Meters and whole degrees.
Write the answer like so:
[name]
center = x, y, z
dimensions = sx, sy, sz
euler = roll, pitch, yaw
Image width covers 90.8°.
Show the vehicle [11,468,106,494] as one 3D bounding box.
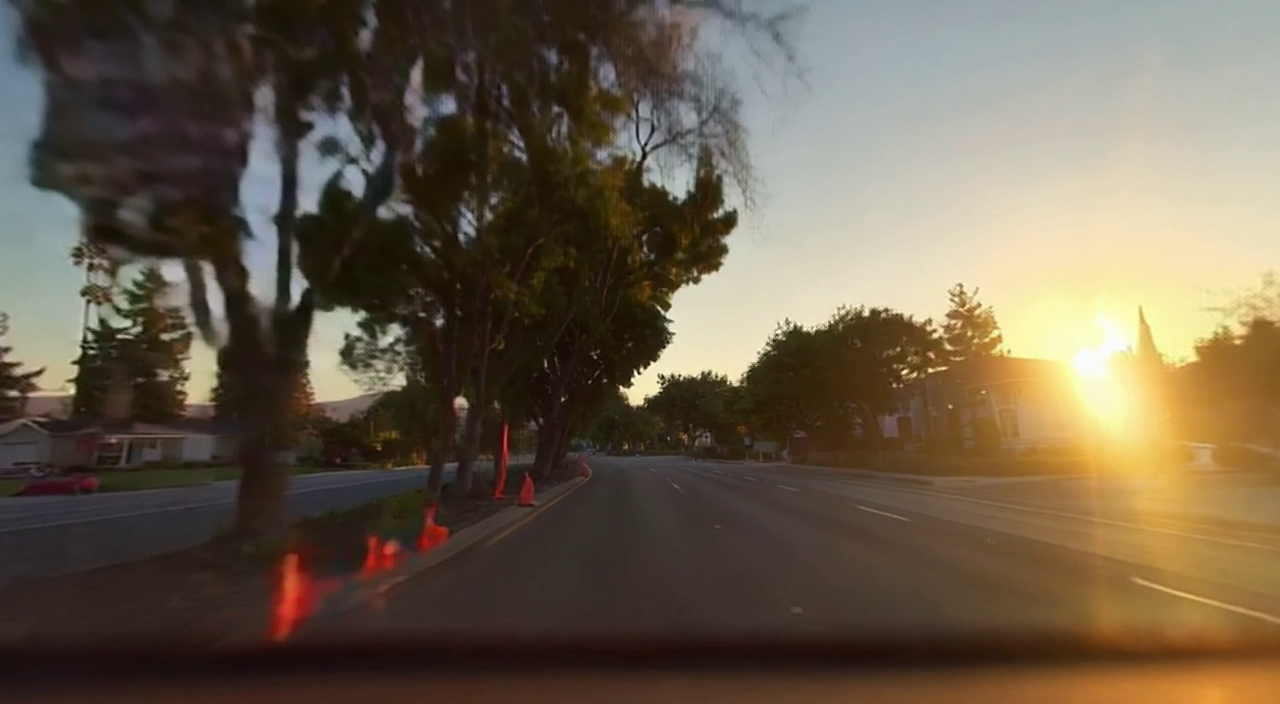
[vehicle]
center = -33.665, 7.458, 36.651
dimensions = 3.512, 1.321, 1.874
euler = 0, -9, -3
